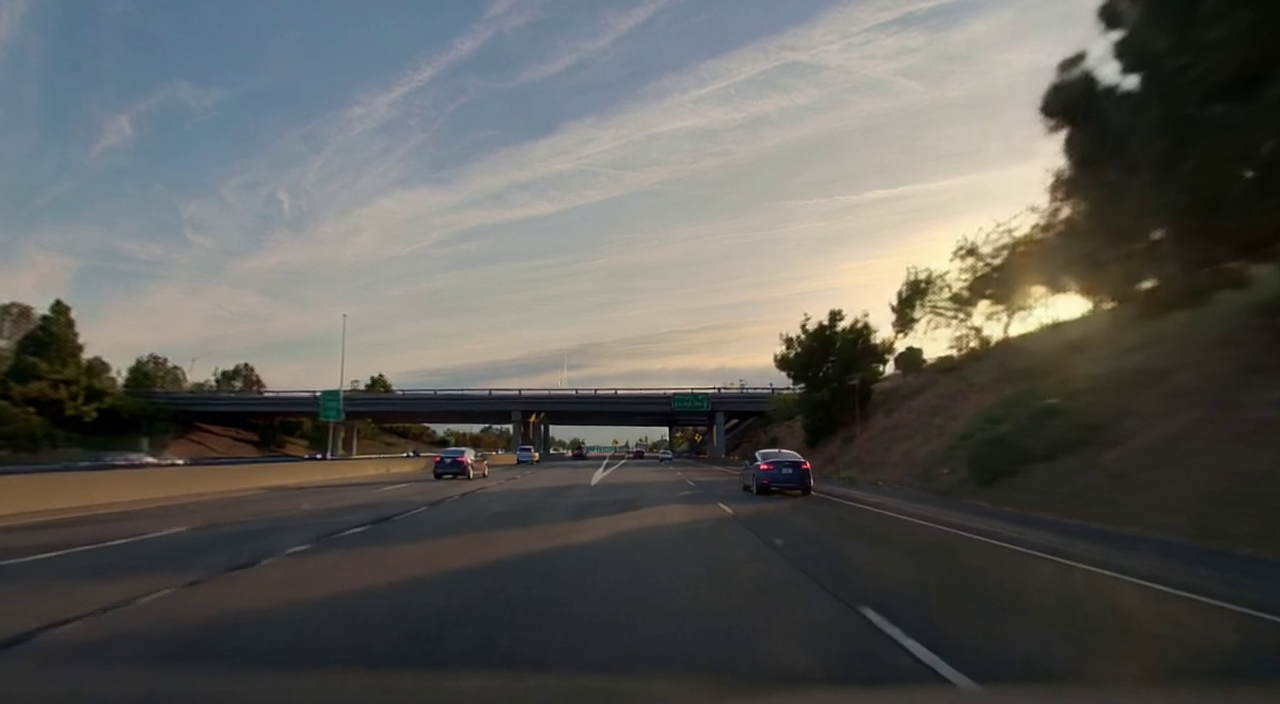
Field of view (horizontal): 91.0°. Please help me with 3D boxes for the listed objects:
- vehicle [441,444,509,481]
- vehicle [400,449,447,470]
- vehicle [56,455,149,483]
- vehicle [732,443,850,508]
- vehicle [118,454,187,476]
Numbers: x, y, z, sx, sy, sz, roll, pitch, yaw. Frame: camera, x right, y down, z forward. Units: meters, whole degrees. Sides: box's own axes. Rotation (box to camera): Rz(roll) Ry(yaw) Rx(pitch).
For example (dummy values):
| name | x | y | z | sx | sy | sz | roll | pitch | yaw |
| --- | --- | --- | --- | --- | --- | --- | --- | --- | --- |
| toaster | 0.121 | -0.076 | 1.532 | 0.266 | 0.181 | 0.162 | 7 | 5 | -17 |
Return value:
| name | x | y | z | sx | sy | sz | roll | pitch | yaw |
| --- | --- | --- | --- | --- | --- | --- | --- | --- | --- |
| vehicle | -7.619 | 5.144 | 29.582 | 2.072 | 1.545 | 4.687 | 0 | -9 | -2 |
| vehicle | -15.963 | 7.934 | 46.657 | 1.919 | 1.497 | 4.765 | 0 | -9 | -2 |
| vehicle | -31.523 | 6.845 | 37.128 | 1.796 | 1.492 | 4.319 | 1 | -9 | -3 |
| vehicle | 3.905 | 3.272 | 17.183 | 2.079 | 1.535 | 4.316 | 0 | -9 | -1 |
| vehicle | -36.373 | 8.443 | 47.141 | 1.770 | 1.500 | 4.347 | 0 | -9 | -2 |
